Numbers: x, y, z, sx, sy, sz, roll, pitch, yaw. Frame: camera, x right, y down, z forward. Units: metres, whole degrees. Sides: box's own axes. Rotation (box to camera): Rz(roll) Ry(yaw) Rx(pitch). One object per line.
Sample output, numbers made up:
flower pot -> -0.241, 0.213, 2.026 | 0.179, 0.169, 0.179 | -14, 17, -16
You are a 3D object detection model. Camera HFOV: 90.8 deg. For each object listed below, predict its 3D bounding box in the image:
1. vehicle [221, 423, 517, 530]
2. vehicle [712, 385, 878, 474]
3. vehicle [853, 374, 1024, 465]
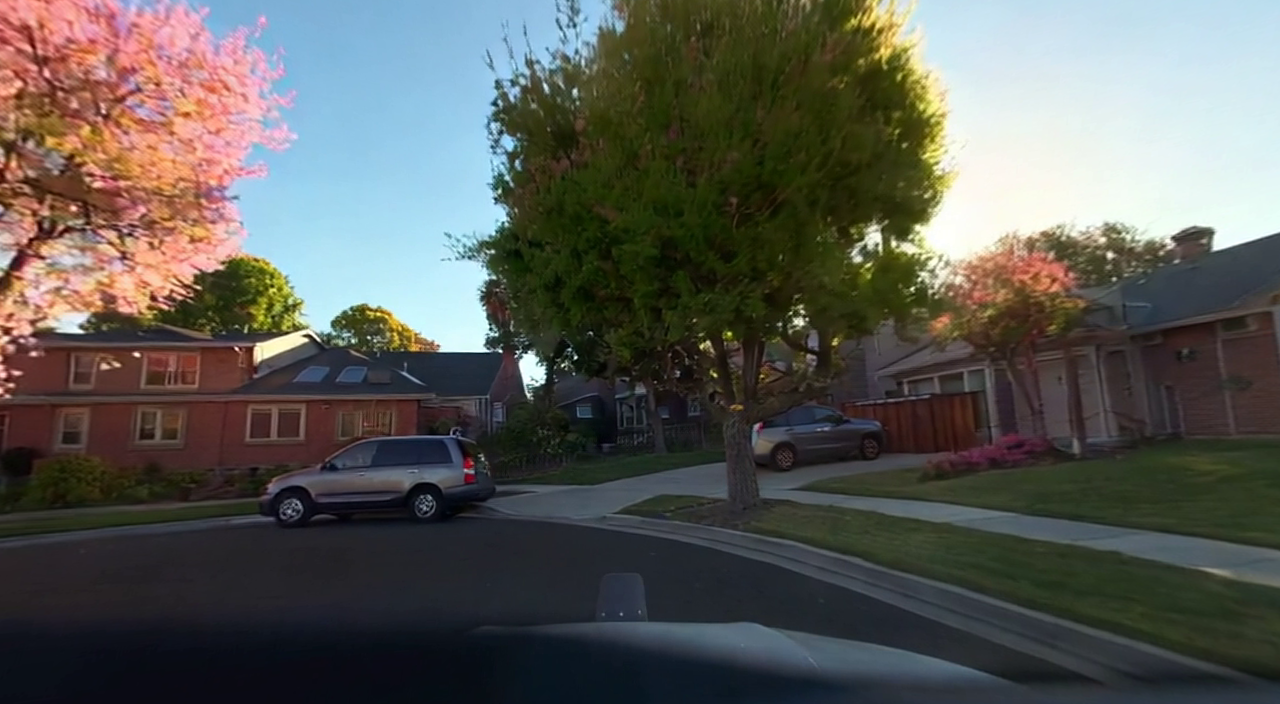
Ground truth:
vehicle -> -5.108, 2.372, 12.382 | 4.815, 1.827, 2.147 | -1, -9, 8
vehicle -> 4.067, 1.914, 16.126 | 2.310, 1.701, 4.280 | -10, -6, 39
vehicle -> 7.414, 1.577, 15.479 | 4.495, 1.773, 2.152 | 0, -6, -44
